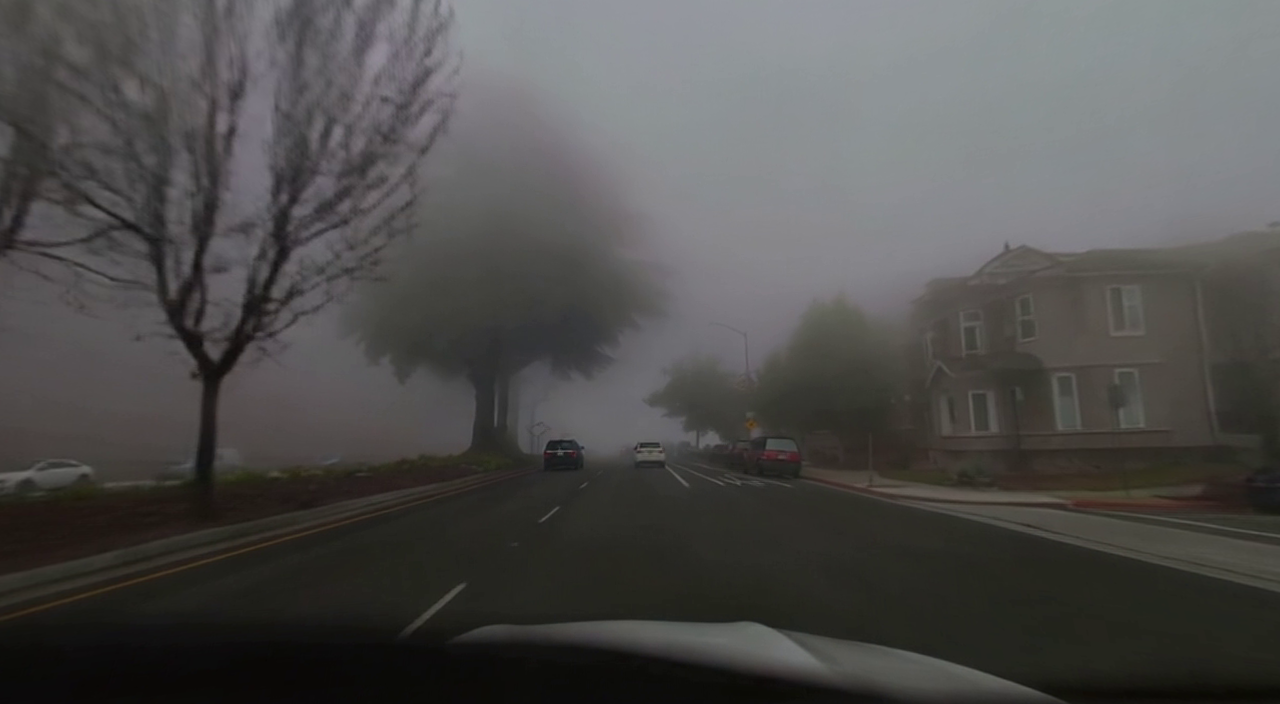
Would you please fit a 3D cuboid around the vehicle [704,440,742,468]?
[{"bbox_3d":[5.530,6.889,42.736,2.020,1.762,4.559,0,-9,1],"label":"vehicle"}]

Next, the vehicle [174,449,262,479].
[{"bbox_3d":[-25.910,6.866,39.004,2.018,1.721,4.735,-1,-9,2],"label":"vehicle"}]

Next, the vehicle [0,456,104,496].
[{"bbox_3d":[-25.721,5.192,26.809,1.839,1.463,4.705,0,-9,-1],"label":"vehicle"}]

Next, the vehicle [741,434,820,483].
[{"bbox_3d":[5.720,4.422,26.407,2.154,1.824,4.782,0,-9,-1],"label":"vehicle"}]

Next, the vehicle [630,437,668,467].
[{"bbox_3d":[0.535,6.534,41.438,2.273,1.851,5.075,0,-9,-1],"label":"vehicle"}]

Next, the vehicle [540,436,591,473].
[{"bbox_3d":[-3.881,5.466,33.833,2.233,1.775,4.491,0,-9,0],"label":"vehicle"}]
